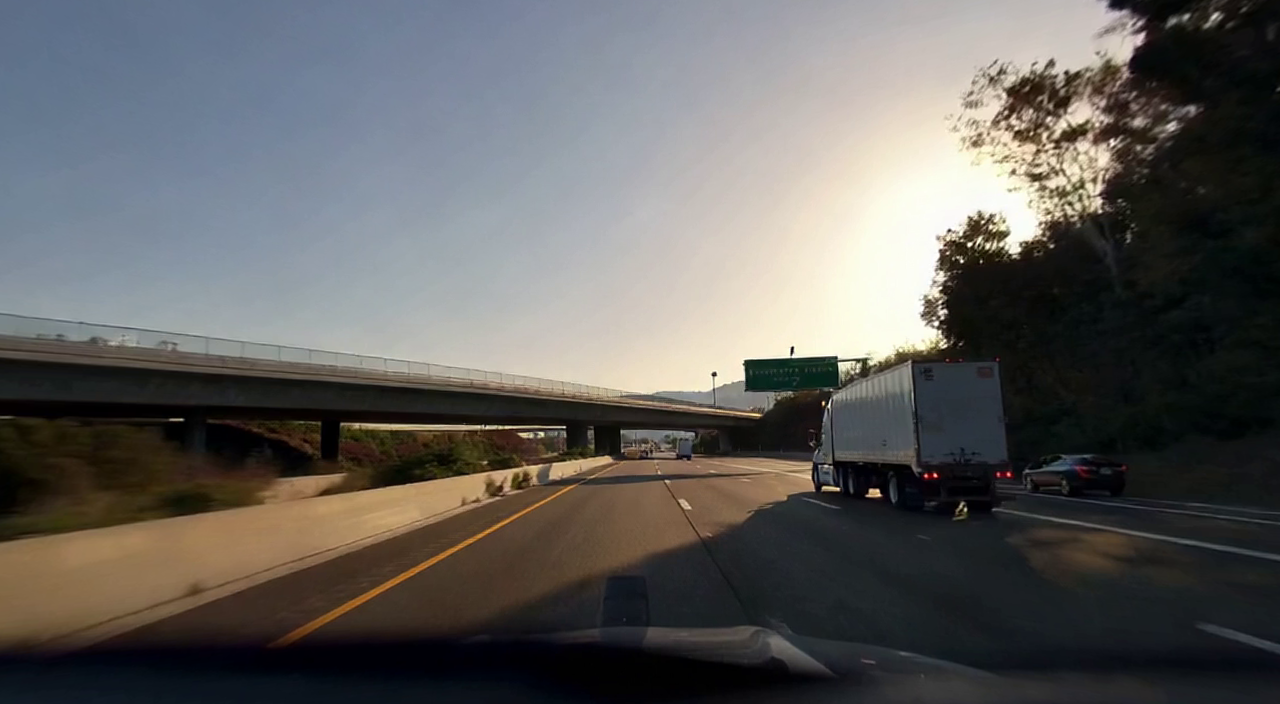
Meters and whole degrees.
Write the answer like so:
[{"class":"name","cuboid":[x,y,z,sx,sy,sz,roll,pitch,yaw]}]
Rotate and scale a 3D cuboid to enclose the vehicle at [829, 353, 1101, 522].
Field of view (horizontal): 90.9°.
[{"class":"vehicle","cuboid":[7.265,2.184,15.741,2.690,3.197,7.515,0,-9,0]}]
